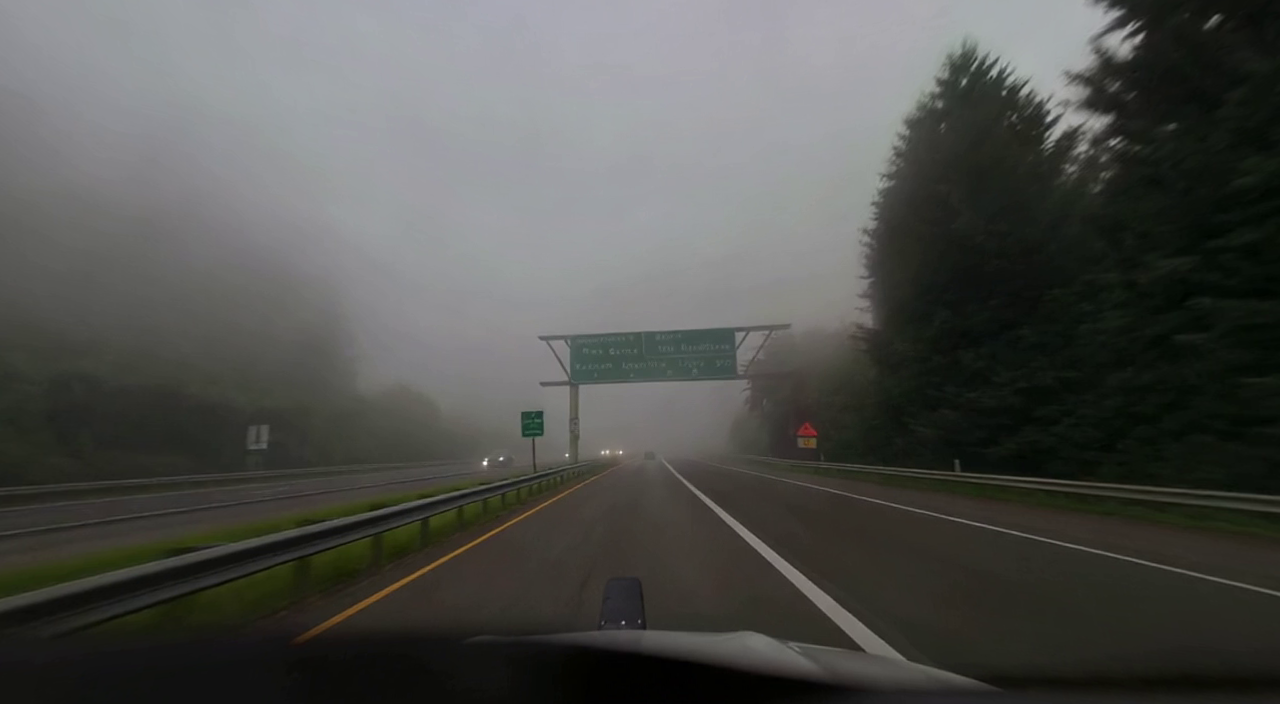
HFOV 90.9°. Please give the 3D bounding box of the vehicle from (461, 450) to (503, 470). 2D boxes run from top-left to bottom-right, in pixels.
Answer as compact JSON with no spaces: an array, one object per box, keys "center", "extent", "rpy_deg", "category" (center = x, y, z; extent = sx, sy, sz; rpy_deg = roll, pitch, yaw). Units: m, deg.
[{"center":[-12.256,8.398,49.152],"extent":[1.917,1.490,4.582],"rpy_deg":[0,-9,2],"category":"vehicle"}]
